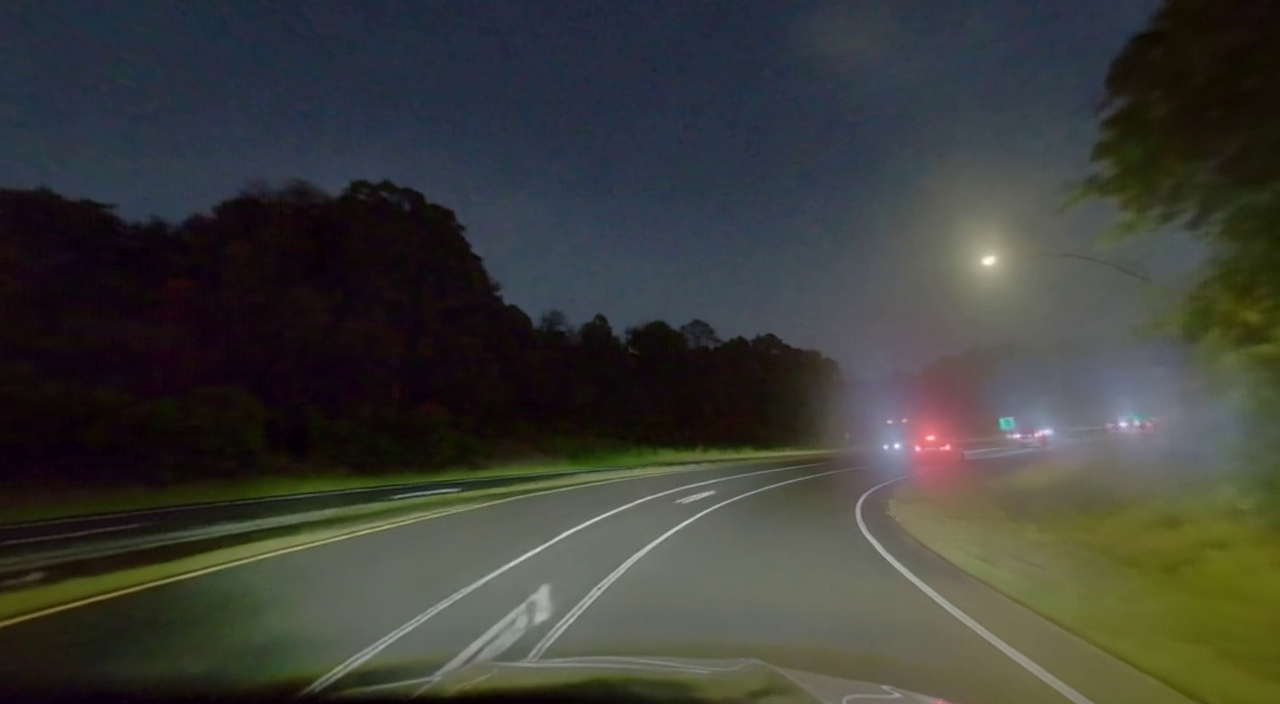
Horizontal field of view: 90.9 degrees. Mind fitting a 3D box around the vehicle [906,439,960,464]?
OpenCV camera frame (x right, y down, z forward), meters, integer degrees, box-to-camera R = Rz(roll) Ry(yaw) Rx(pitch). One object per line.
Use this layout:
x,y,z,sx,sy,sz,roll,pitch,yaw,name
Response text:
17.544,5.935,37.641,1.807,1.427,3.645,-8,-12,41,vehicle
